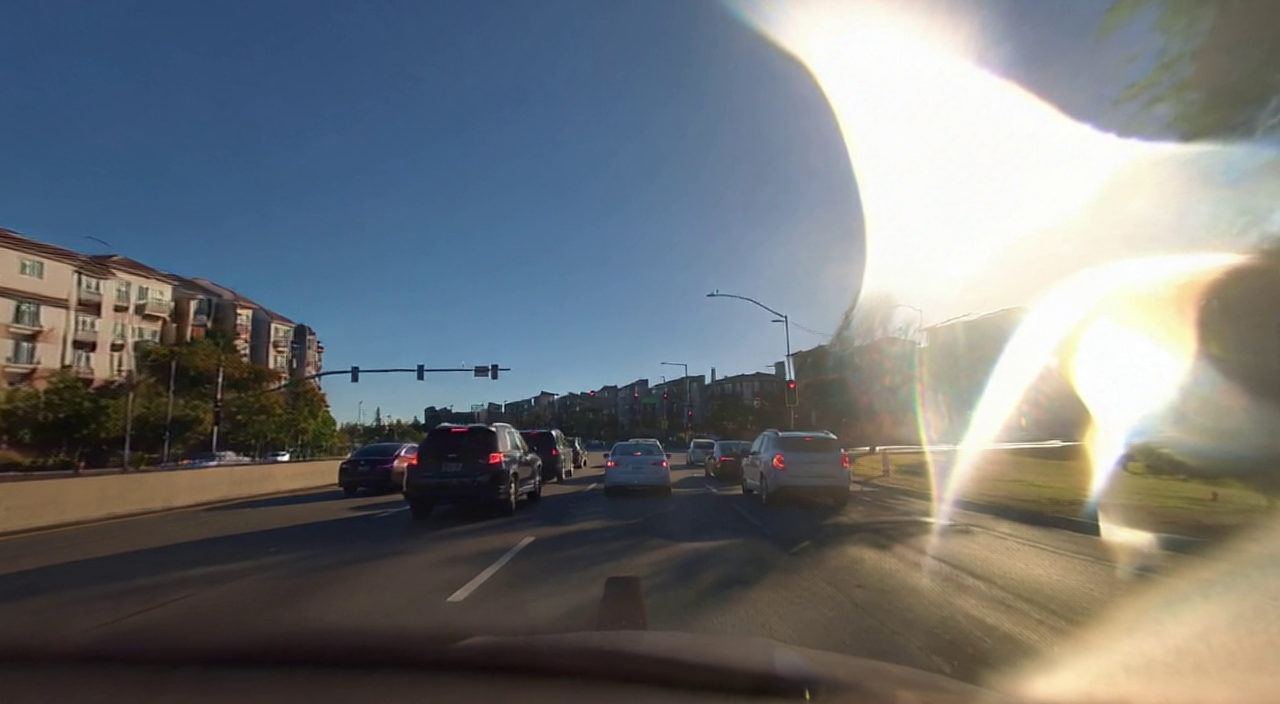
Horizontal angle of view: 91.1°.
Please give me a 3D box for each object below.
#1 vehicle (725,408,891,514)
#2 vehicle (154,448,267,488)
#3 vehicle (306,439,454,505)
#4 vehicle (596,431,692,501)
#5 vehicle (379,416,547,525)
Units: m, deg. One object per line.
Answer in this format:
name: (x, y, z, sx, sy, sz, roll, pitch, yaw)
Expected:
vehicle: (3.276, 2.265, 13.454, 2.141, 1.833, 4.704, 0, -8, -2)
vehicle: (-21.526, 5.782, 31.855, 2.219, 1.786, 5.705, 1, -8, -6)
vehicle: (-6.533, 3.036, 16.435, 1.926, 1.465, 4.620, 0, -8, 0)
vehicle: (0.068, 2.694, 15.213, 2.021, 1.461, 3.862, 0, -8, -1)
vehicle: (-3.117, 2.183, 12.084, 1.912, 1.703, 4.261, 0, -8, 1)
